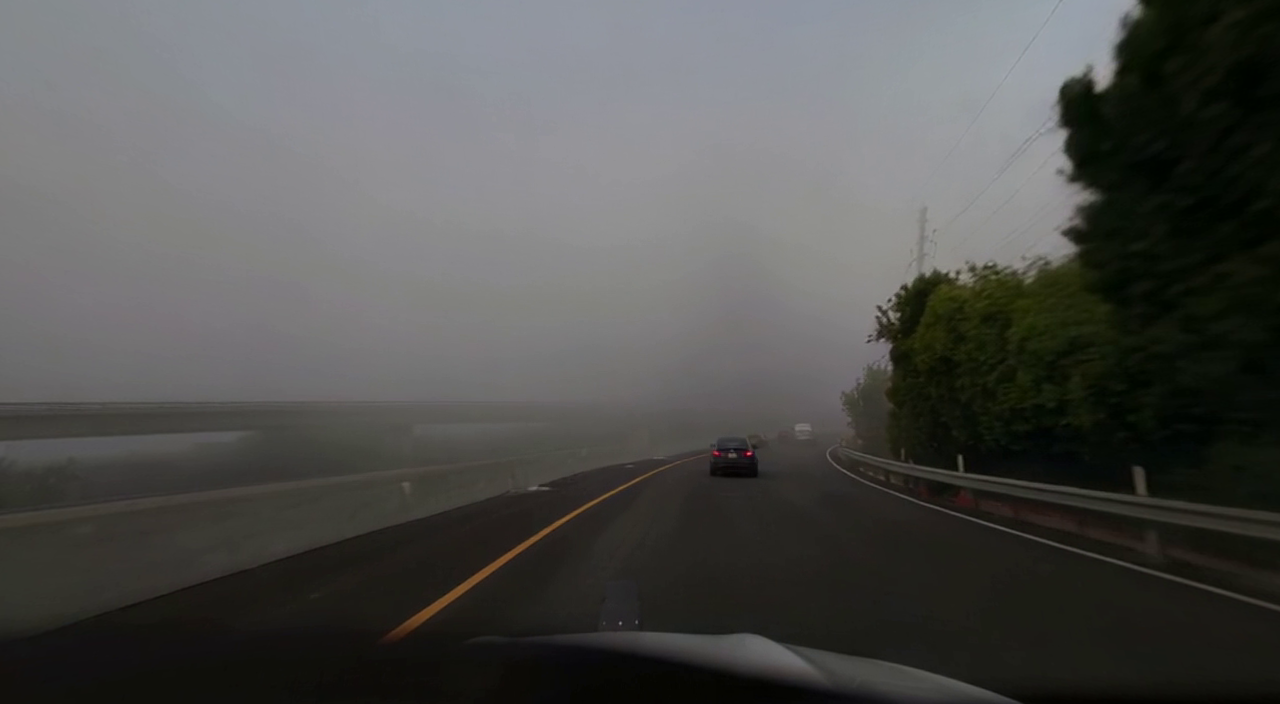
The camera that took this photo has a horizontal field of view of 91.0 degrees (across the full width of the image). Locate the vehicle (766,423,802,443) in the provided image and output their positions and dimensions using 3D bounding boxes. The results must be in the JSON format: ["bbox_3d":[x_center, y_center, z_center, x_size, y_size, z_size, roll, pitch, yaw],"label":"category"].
[{"bbox_3d":[11.431,6.458,49.771,1.931,1.485,4.191,-4,-9,24],"label":"vehicle"}]

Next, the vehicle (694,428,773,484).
[{"bbox_3d":[2.831,3.133,19.210,2.091,1.482,4.321,-1,-8,8],"label":"vehicle"}]
